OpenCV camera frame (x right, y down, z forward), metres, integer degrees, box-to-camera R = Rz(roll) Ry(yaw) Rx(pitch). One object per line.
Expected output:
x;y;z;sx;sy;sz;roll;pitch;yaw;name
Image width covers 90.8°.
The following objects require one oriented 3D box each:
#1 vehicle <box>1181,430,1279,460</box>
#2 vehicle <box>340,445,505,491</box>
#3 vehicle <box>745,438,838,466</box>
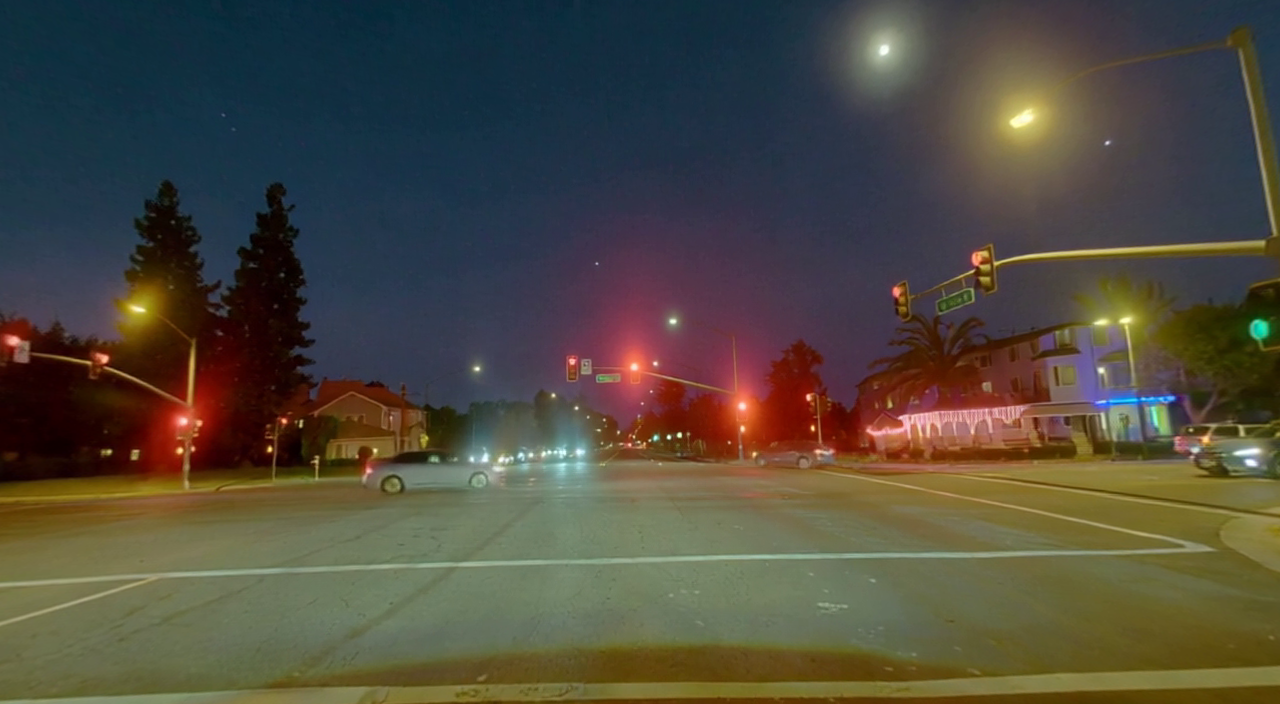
31.321;4.879;33.015;4.318;1.488;1.870;0;-9;-1;vehicle
-7.210;3.879;21.327;4.823;1.449;2.017;-1;-9;1;vehicle
8.795;5.839;36.943;4.873;1.539;1.932;-8;-11;40;vehicle
